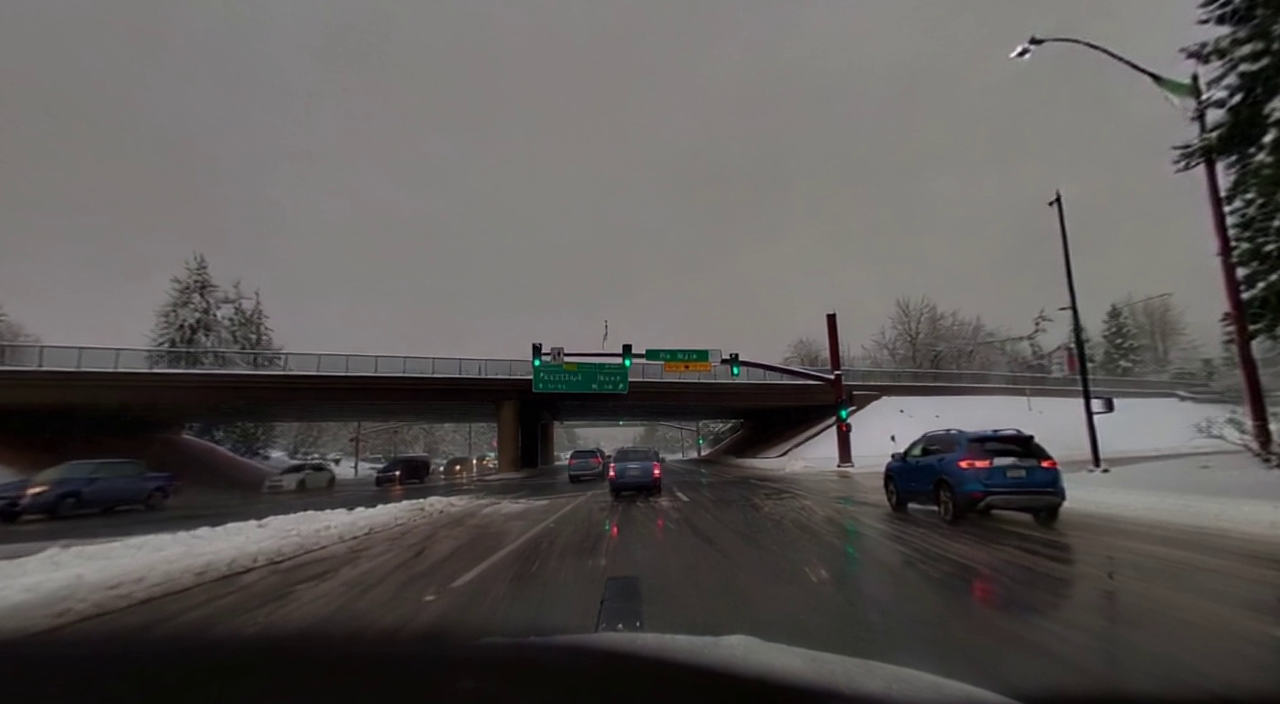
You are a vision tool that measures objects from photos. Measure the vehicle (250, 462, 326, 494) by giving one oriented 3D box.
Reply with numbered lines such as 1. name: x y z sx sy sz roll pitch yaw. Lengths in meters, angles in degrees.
1. vehicle: -19.570 6.993 35.349 1.857 1.534 4.221 0 -8 -1

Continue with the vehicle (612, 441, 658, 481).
1. vehicle: -0.174 5.875 34.397 2.342 2.026 4.642 -1 -8 2

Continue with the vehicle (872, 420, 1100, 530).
1. vehicle: 6.513 2.349 12.638 2.074 1.785 4.320 0 -8 0

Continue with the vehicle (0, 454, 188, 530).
1. vehicle: -15.863 3.937 18.348 2.007 1.730 4.774 -3 -8 -1

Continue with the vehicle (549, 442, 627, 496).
1. vehicle: -1.819 4.296 23.689 2.060 1.768 4.681 -1 -8 6
